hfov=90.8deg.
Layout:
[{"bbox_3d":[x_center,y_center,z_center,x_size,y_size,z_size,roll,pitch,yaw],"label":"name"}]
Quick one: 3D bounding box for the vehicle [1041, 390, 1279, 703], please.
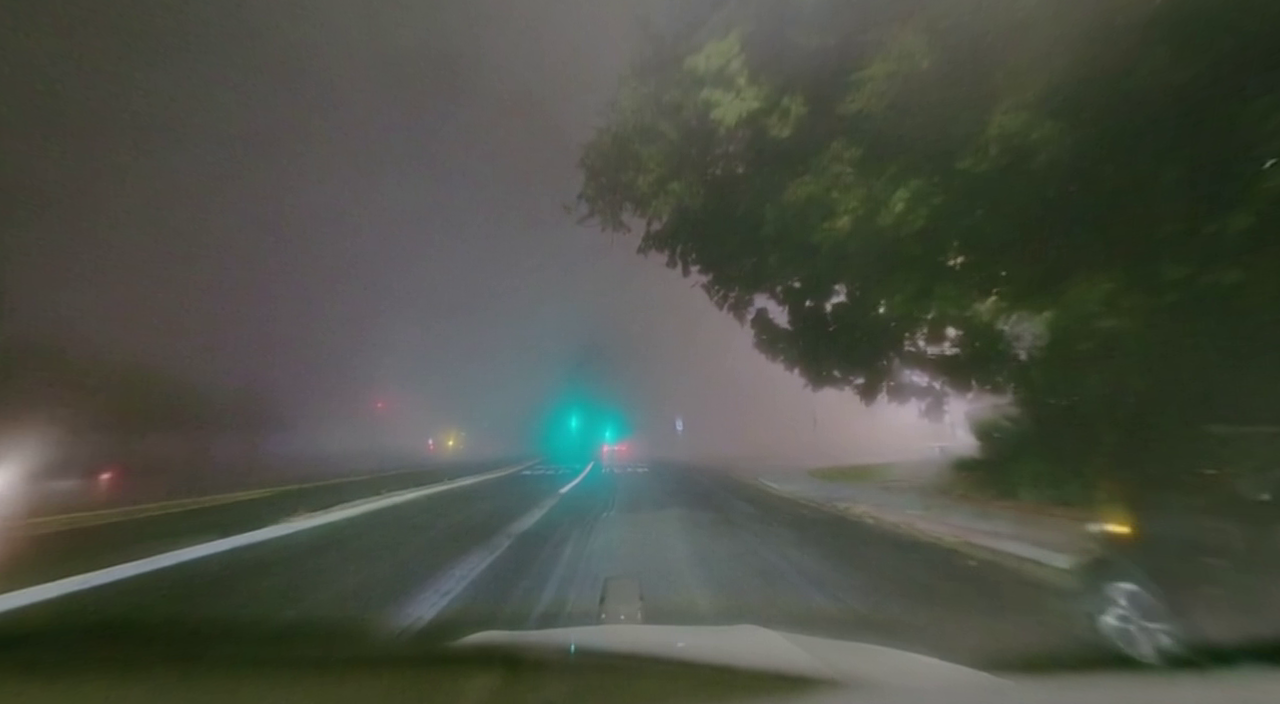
[{"bbox_3d":[3.446,0.791,1.601,1.989,1.504,4.342,0,-8,0],"label":"vehicle"}]
